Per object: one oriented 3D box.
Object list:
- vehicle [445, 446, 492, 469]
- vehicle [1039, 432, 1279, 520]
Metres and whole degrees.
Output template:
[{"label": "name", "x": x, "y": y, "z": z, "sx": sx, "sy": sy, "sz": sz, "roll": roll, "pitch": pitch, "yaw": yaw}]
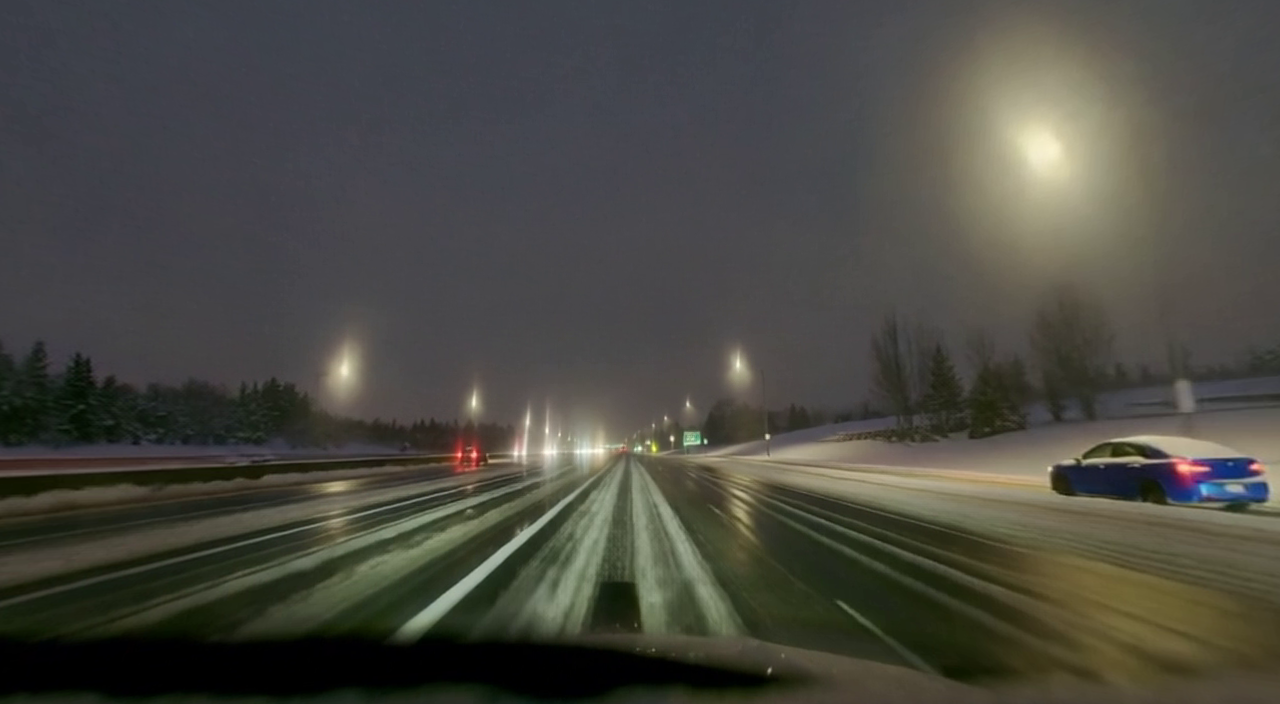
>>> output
[{"label": "vehicle", "x": -11.463, "y": 7.051, "z": 42.425, "sx": 1.921, "sy": 1.452, "sz": 4.429, "roll": 0, "pitch": -9, "yaw": 0}, {"label": "vehicle", "x": 10.790, "y": 2.463, "z": 13.153, "sx": 1.985, "sy": 1.493, "sz": 4.486, "roll": 0, "pitch": -8, "yaw": -1}]
